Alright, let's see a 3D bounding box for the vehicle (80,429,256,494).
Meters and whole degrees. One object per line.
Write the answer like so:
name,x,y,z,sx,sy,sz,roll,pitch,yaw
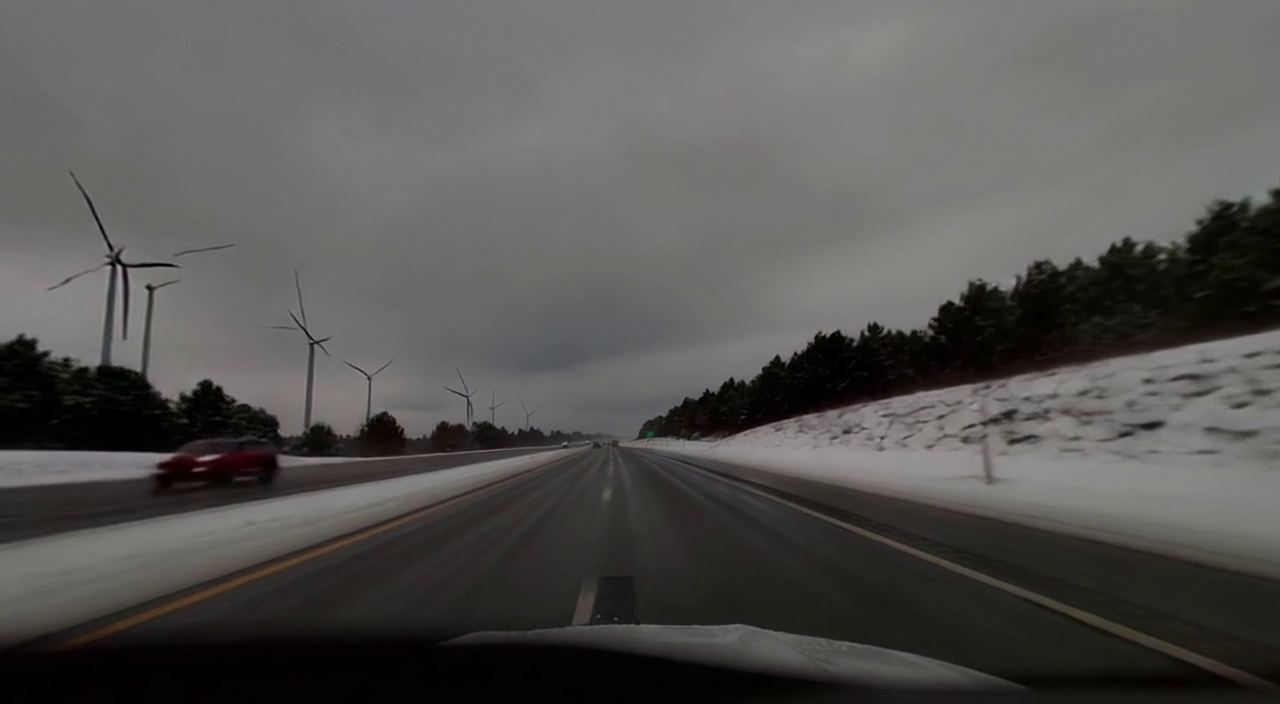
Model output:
vehicle,-13.529,3.133,18.446,1.933,1.639,4.239,0,-8,-2
